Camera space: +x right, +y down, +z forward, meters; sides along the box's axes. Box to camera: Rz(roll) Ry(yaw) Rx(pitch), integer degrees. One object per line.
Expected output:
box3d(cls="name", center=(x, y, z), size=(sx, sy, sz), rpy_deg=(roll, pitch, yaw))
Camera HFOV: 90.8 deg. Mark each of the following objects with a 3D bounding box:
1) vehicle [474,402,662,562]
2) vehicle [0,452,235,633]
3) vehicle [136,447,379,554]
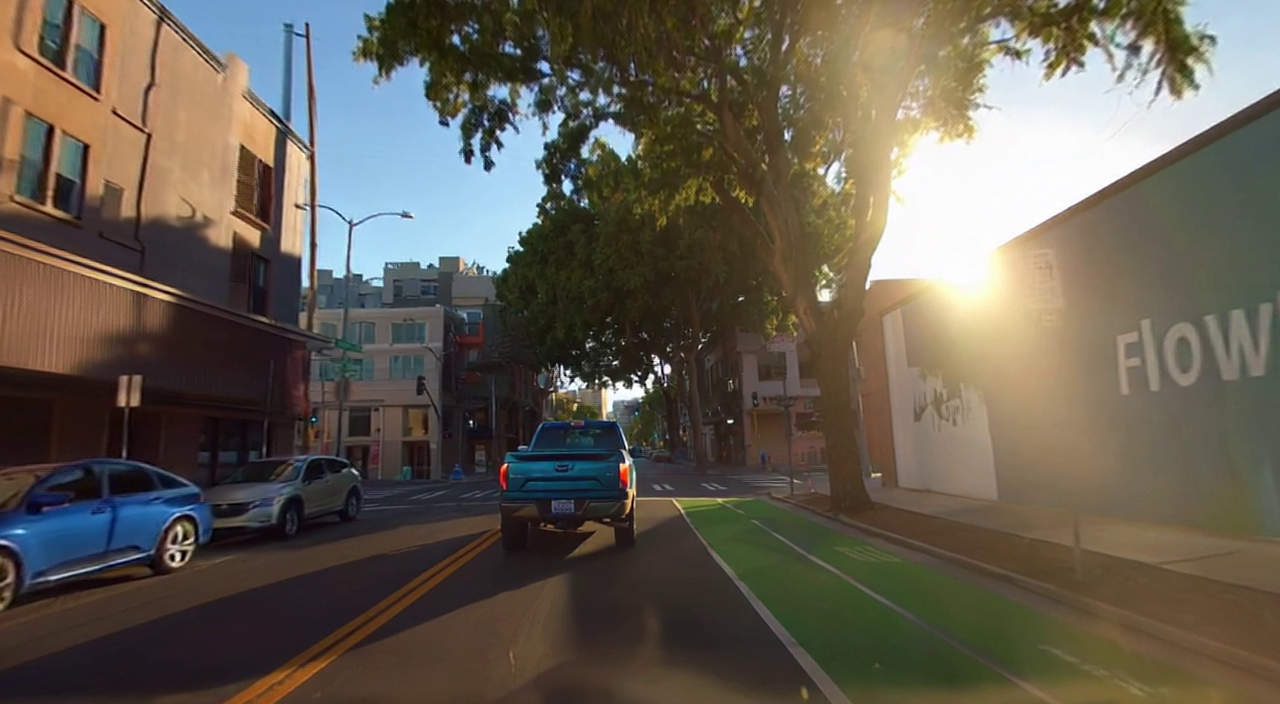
box3d(cls="vehicle", center=(-0.831, 1.884, 9.881), size=(2.215, 1.882, 4.611), rpy_deg=(0, -8, 1))
box3d(cls="vehicle", center=(-7.162, 2.065, 7.461), size=(1.882, 1.686, 4.489), rpy_deg=(0, -8, -2))
box3d(cls="vehicle", center=(-7.434, 2.865, 13.122), size=(1.884, 1.730, 5.076), rpy_deg=(0, -8, 0))
